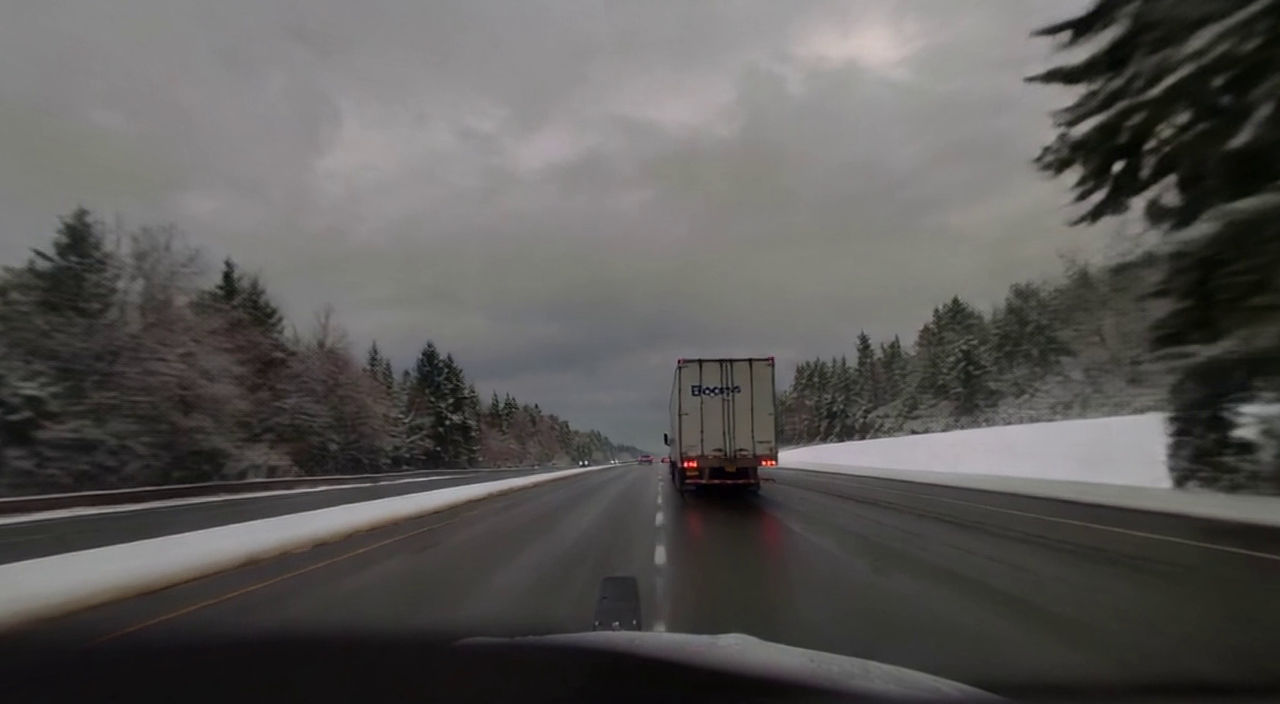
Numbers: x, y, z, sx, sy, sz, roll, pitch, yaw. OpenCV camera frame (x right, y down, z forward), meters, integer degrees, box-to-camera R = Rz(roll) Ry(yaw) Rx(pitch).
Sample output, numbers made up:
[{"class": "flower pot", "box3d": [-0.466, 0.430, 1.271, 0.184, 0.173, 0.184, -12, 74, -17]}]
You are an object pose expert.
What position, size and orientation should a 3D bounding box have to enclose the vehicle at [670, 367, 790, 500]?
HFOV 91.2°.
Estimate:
[{"class": "vehicle", "box3d": [3.174, 3.787, 28.015, 3.537, 4.071, 17.399, -1, -9, 3]}]
